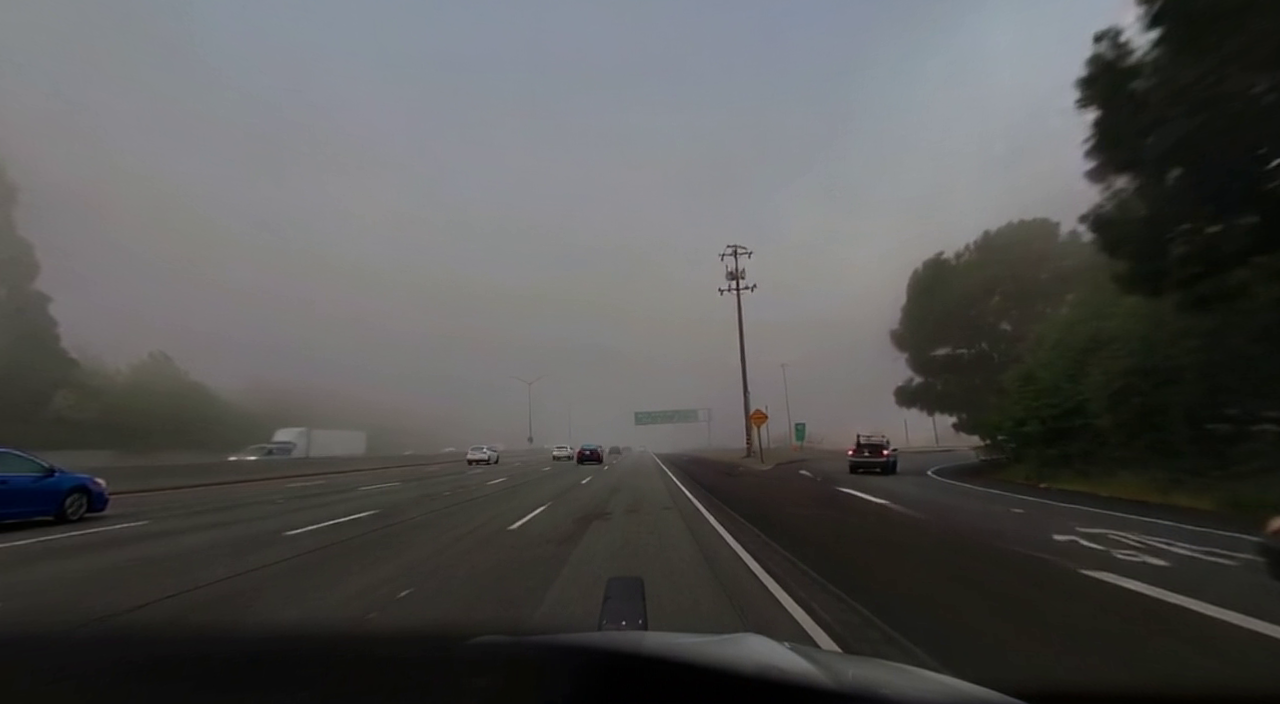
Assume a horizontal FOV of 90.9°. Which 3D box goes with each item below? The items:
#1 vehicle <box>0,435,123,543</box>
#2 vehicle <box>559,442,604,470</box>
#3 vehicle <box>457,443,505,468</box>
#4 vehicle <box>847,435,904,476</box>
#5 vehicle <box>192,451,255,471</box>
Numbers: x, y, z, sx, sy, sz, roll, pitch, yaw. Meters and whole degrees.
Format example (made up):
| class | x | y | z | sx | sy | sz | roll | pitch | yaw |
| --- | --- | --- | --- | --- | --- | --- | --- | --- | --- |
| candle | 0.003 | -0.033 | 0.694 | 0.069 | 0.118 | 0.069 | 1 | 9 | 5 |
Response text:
| class | x | y | z | sx | sy | sz | roll | pitch | yaw |
| --- | --- | --- | --- | --- | --- | --- | --- | --- | --- |
| vehicle | -10.190 | 1.905 | 8.663 | 2.002 | 1.526 | 4.822 | 0 | -8 | 1 |
| vehicle | -3.277 | 5.901 | 36.170 | 2.050 | 1.479 | 4.342 | 0 | -8 | 1 |
| vehicle | -10.001 | 6.525 | 40.017 | 1.930 | 1.490 | 3.955 | 0 | -8 | 1 |
| vehicle | 11.427 | 5.040 | 30.915 | 2.127 | 1.815 | 4.777 | -2 | -9 | 15 |
| vehicle | -32.729 | 8.563 | 49.730 | 1.817 | 1.468 | 4.614 | 0 | -8 | -1 |
